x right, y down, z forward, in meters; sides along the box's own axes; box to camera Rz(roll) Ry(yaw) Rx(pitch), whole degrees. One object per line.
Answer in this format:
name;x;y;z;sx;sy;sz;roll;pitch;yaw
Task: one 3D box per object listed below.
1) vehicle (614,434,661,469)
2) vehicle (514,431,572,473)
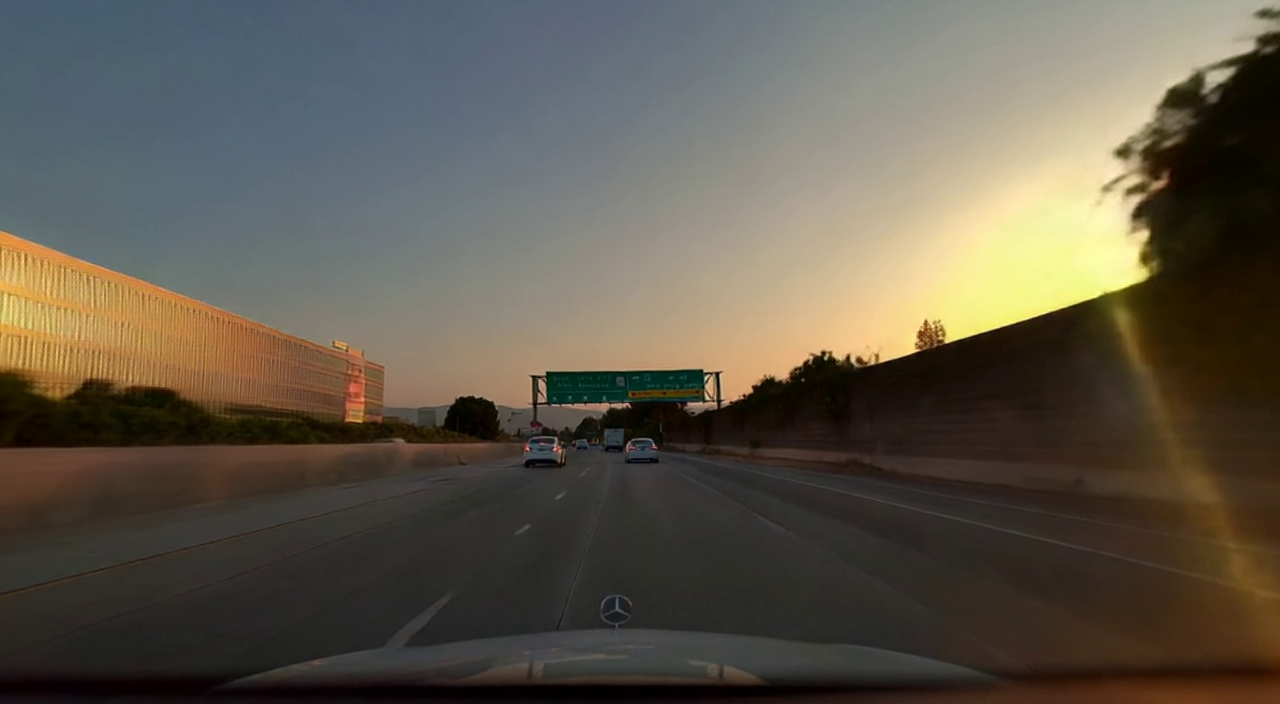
vehicle;-0.197;4.997;31.825;2.078;1.608;3.982;0;-8;-5
vehicle;-4.311;4.509;28.609;2.080;1.733;4.410;0;-8;-2
